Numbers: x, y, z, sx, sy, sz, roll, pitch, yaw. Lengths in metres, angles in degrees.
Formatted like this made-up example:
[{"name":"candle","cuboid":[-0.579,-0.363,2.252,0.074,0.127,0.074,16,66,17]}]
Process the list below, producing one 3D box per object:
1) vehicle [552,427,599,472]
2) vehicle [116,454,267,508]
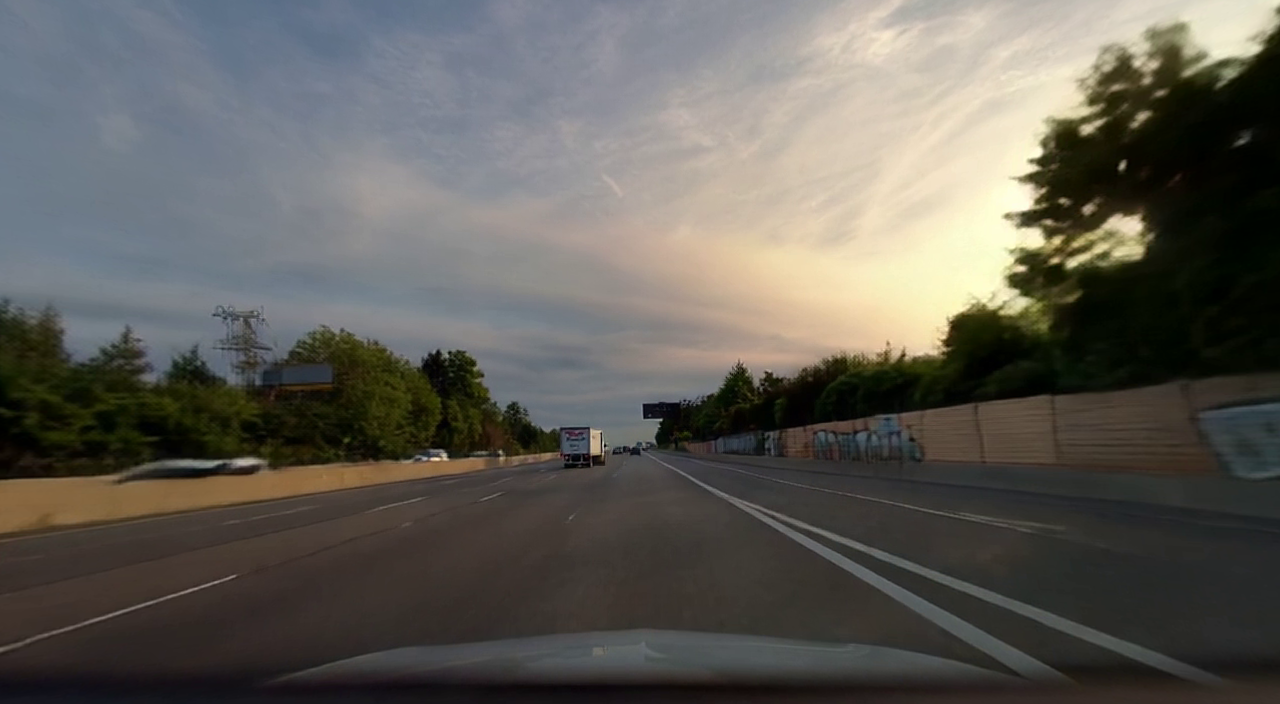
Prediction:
[{"name":"vehicle","cuboid":[-3.850,5.985,38.753,2.305,2.517,5.486,0,-9,0]},{"name":"vehicle","cuboid":[-13.383,3.822,19.100,1.849,1.408,3.676,0,-9,0]}]
